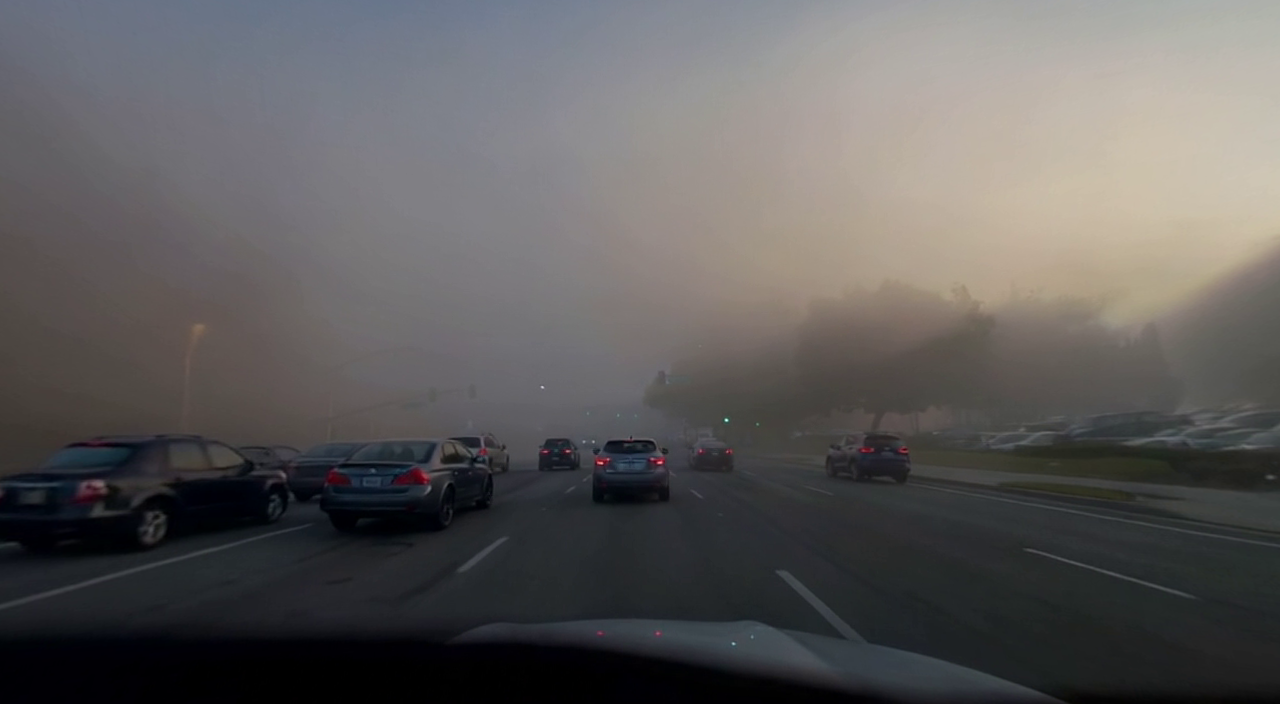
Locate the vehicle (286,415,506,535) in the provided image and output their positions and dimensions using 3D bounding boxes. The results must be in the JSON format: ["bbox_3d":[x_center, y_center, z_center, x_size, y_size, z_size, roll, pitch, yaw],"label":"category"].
[{"bbox_3d":[-3.798,2.009,10.865,2.009,1.619,4.376,0,-9,0],"label":"vehicle"}]

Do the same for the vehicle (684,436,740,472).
[{"bbox_3d":[3.178,4.605,28.678,1.905,1.473,4.183,0,-9,-2],"label":"vehicle"}]

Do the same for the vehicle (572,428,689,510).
[{"bbox_3d":[-0.211,2.493,13.919,2.161,1.501,4.184,0,-9,-1],"label":"vehicle"}]

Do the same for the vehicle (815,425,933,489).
[{"bbox_3d":[6.783,3.094,18.858,1.889,1.681,4.120,0,-9,0],"label":"vehicle"}]

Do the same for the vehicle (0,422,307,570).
[{"bbox_3d":[-6.721,1.833,8.817,1.835,1.516,4.423,0,-9,-2],"label":"vehicle"}]

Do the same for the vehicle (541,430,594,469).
[{"bbox_3d":[-3.596,4.957,32.175,2.154,1.801,5.015,0,-9,-1],"label":"vehicle"}]
